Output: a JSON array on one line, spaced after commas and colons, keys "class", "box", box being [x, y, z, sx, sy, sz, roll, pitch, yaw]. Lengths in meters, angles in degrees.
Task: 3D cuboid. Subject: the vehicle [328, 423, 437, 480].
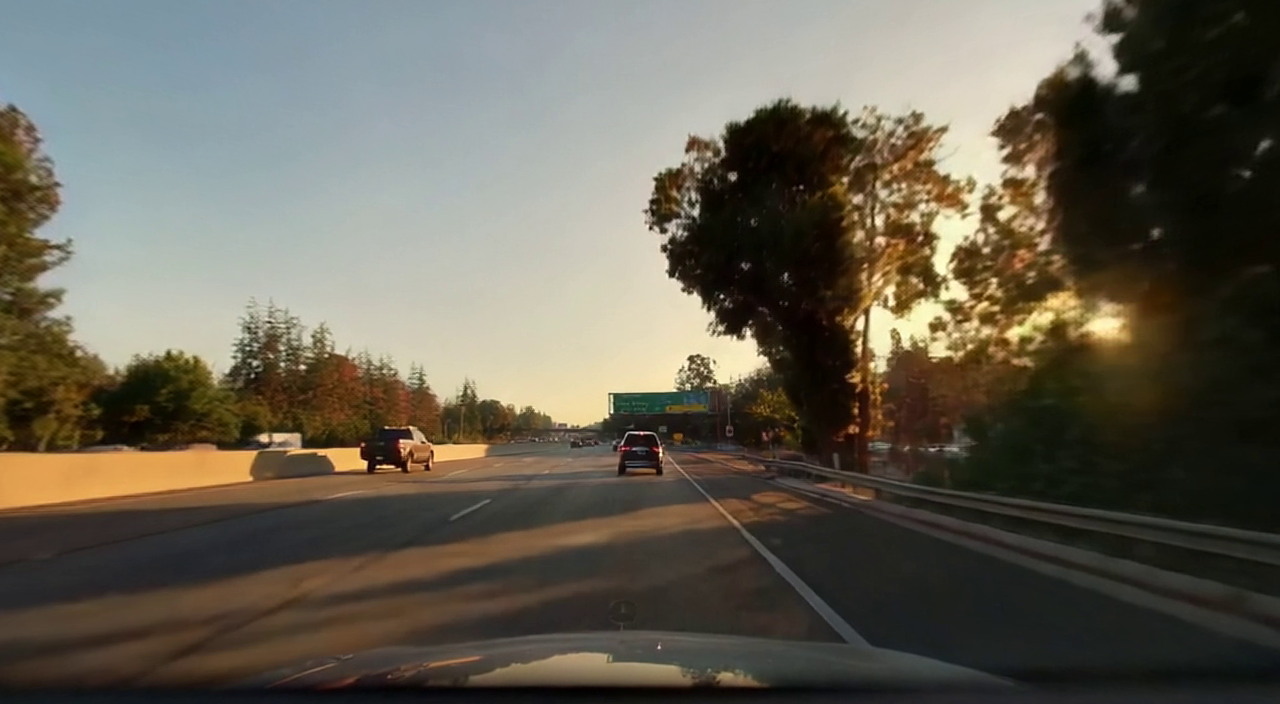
[{"class": "vehicle", "box": [-9.829, 3.866, 24.708, 2.289, 1.955, 5.147, 1, -9, -3]}]

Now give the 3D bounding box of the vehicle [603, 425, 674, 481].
[{"class": "vehicle", "box": [-0.060, 3.974, 25.011, 2.497, 1.957, 5.432, 0, -9, 0]}]
